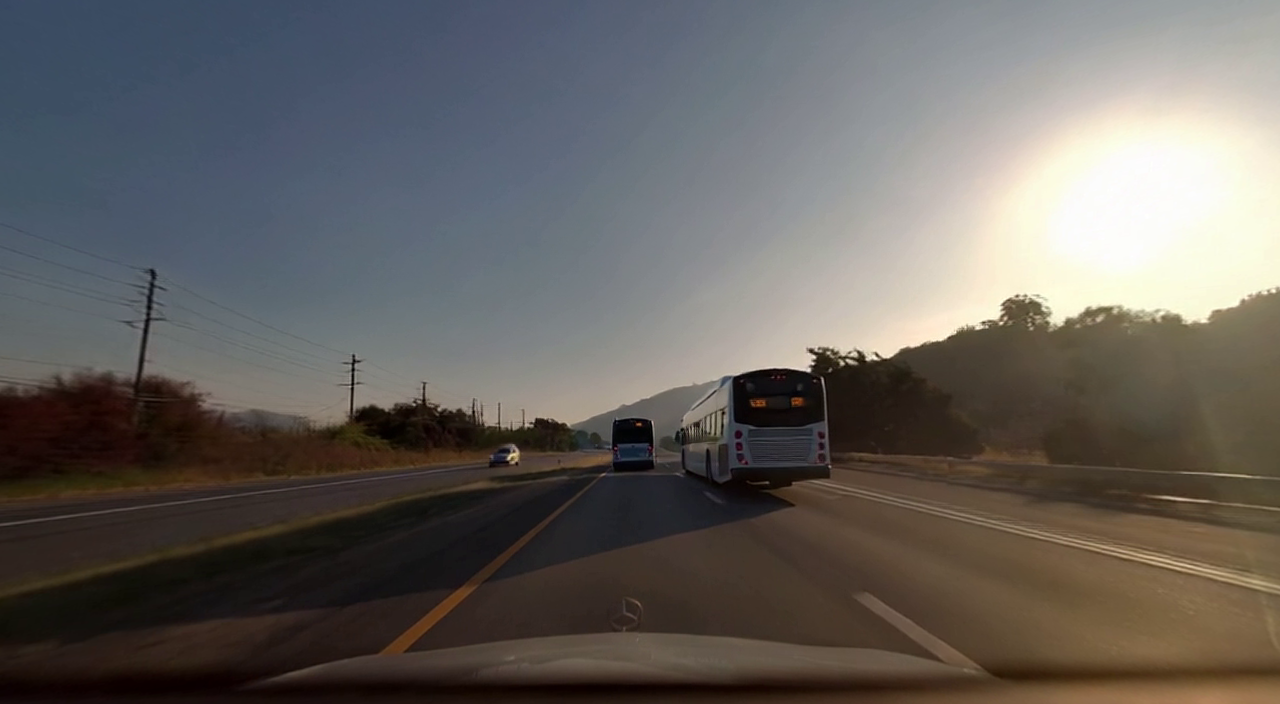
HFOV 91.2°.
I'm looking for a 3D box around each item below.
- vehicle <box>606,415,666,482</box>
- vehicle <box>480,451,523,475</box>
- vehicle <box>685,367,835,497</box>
[{"bbox_3d":[-0.183,4.366,28.340,2.414,2.675,5.574,-1,-9,0],"label":"vehicle"},{"bbox_3d":[-9.178,7.376,41.833,1.967,1.518,4.110,-1,-9,0],"label":"vehicle"},{"bbox_3d":[3.869,3.230,24.281,3.074,3.668,12.805,0,-9,-1],"label":"vehicle"}]
